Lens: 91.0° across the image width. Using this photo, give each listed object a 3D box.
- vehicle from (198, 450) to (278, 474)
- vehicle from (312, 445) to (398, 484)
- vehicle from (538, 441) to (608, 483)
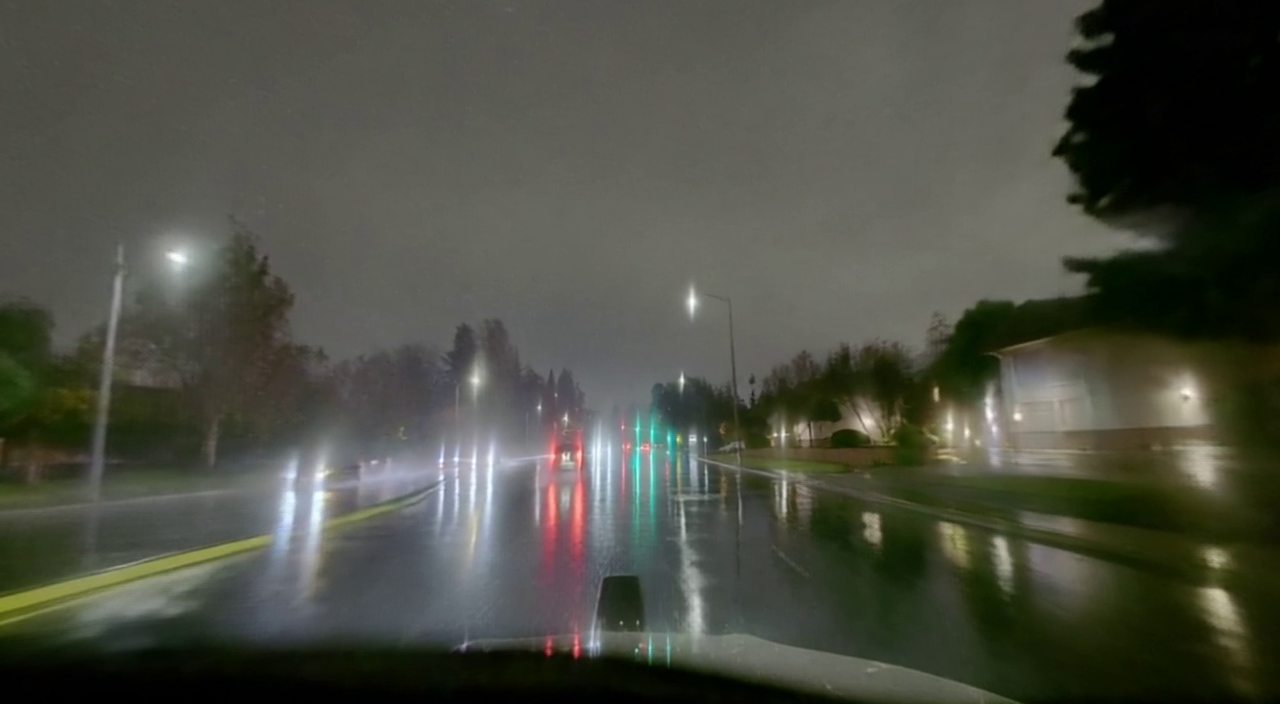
[{"bbox_3d":[-28.556,7.796,44.839,4.298,1.620,2.002,0,-9,-5],"label":"vehicle"},{"bbox_3d":[-13.905,5.497,31.046,2.059,1.734,4.559,0,-9,1],"label":"vehicle"},{"bbox_3d":[-2.519,4.312,24.932,2.106,1.517,4.375,-1,-9,3],"label":"vehicle"}]
